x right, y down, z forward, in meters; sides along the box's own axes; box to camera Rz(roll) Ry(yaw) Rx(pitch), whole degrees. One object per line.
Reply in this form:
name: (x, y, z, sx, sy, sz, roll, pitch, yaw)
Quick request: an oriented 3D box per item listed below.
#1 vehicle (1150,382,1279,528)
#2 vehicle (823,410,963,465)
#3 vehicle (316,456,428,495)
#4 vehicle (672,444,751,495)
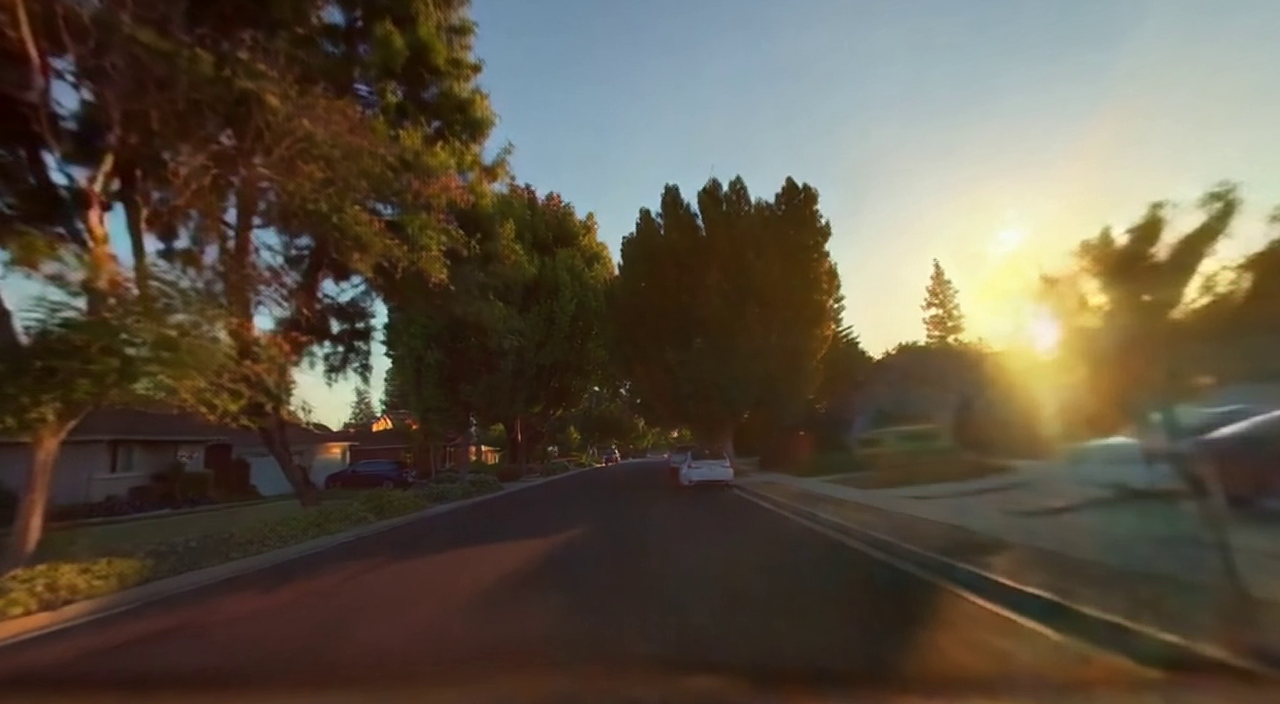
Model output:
vehicle: (9.541, 1.308, 8.062, 4.230, 1.666, 1.978, 0, -9, 2)
vehicle: (10.348, 3.596, 26.214, 4.861, 1.911, 2.181, 2, -13, 2)
vehicle: (-12.992, 5.987, 30.798, 4.511, 1.809, 2.018, 0, -9, 1)
vehicle: (2.252, 3.873, 21.212, 2.009, 1.506, 4.698, 0, -9, -1)
